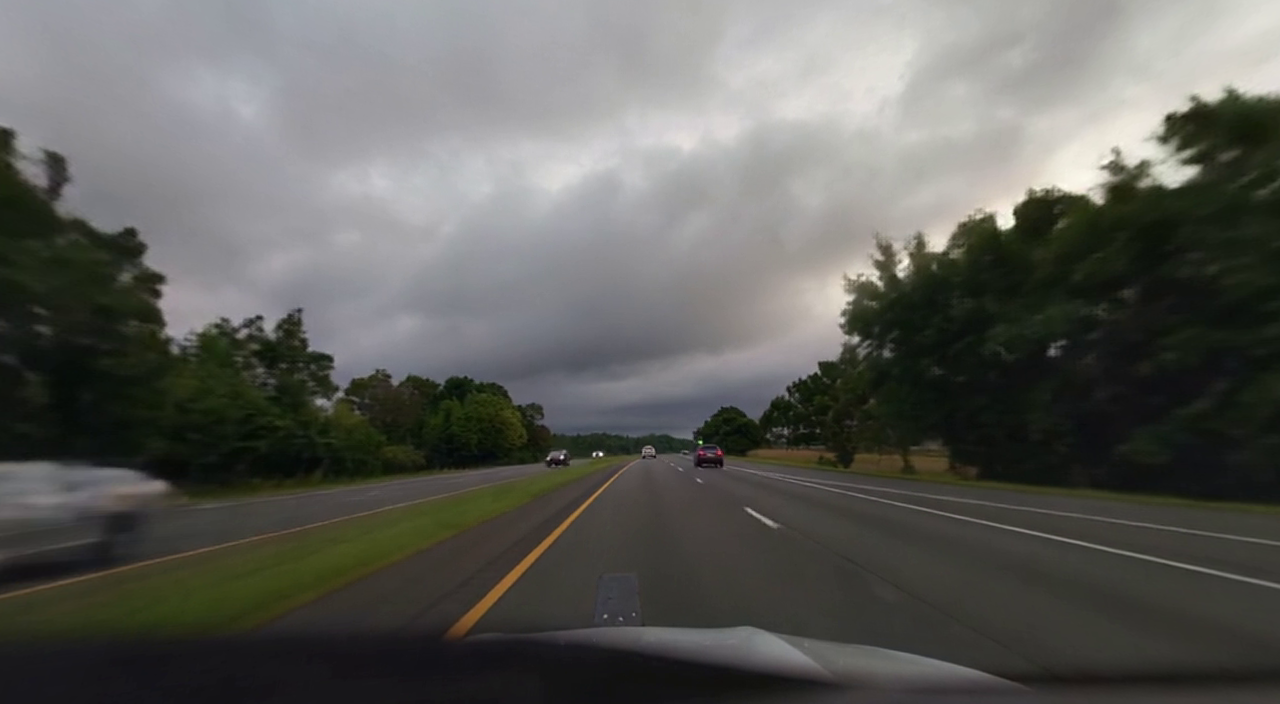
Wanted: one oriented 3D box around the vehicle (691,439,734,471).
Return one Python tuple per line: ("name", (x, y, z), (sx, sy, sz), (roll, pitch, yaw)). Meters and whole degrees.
("vehicle", (4.695, 6.768, 41.505), (2.189, 2.007, 4.872), (0, -9, -1))
